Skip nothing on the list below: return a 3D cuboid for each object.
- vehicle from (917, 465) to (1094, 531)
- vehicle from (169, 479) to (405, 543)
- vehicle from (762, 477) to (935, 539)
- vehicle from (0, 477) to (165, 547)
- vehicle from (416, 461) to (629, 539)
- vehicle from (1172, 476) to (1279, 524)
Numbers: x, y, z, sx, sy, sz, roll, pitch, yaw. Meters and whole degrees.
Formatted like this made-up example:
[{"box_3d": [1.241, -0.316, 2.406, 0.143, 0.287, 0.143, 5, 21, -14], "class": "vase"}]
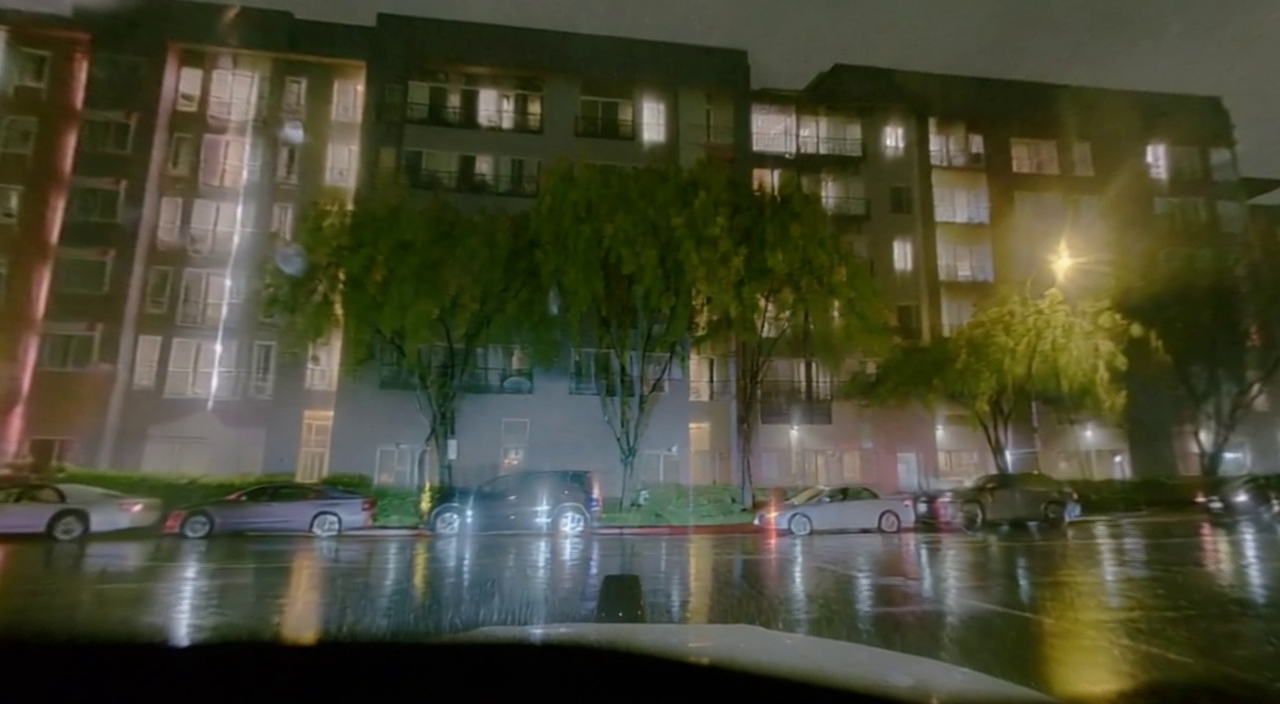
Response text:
[{"box_3d": [11.543, 4.573, 20.102, 4.544, 1.780, 1.966, 1, -9, -10], "class": "vehicle"}, {"box_3d": [-8.758, 4.027, 16.150, 4.851, 1.339, 1.785, 1, -14, -11], "class": "vehicle"}, {"box_3d": [6.127, 4.559, 18.762, 4.521, 1.411, 1.726, -1, -10, -13], "class": "vehicle"}, {"box_3d": [-14.367, 3.773, 15.097, 4.336, 1.438, 1.776, 2, -9, -12], "class": "vehicle"}, {"box_3d": [-3.130, 3.958, 17.160, 5.299, 1.860, 2.098, 2, -13, -14], "class": "vehicle"}, {"box_3d": [21.082, 4.966, 21.318, 4.728, 1.494, 1.898, 1, -13, -8], "class": "vehicle"}]
